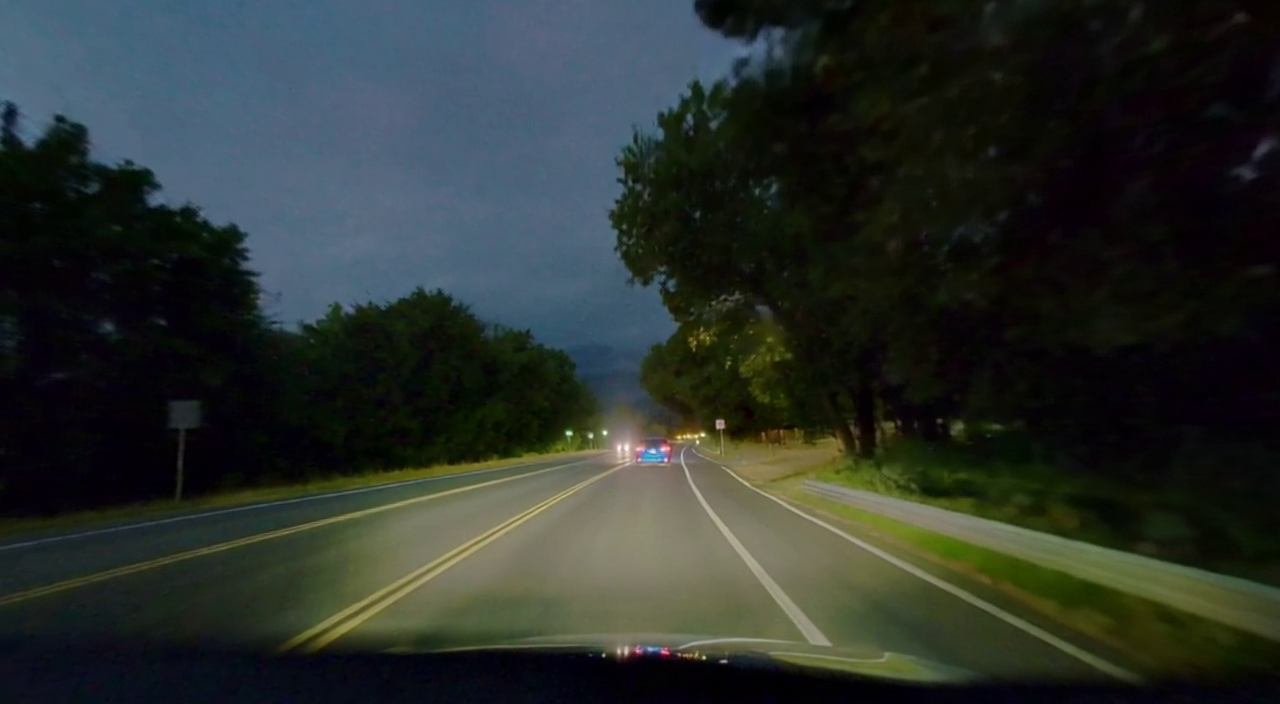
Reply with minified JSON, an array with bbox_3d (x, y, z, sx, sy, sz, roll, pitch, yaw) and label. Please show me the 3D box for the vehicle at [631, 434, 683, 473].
[{"bbox_3d":[0.853,4.848,30.370,2.294,1.708,4.110,-1,-8,3],"label":"vehicle"}]
